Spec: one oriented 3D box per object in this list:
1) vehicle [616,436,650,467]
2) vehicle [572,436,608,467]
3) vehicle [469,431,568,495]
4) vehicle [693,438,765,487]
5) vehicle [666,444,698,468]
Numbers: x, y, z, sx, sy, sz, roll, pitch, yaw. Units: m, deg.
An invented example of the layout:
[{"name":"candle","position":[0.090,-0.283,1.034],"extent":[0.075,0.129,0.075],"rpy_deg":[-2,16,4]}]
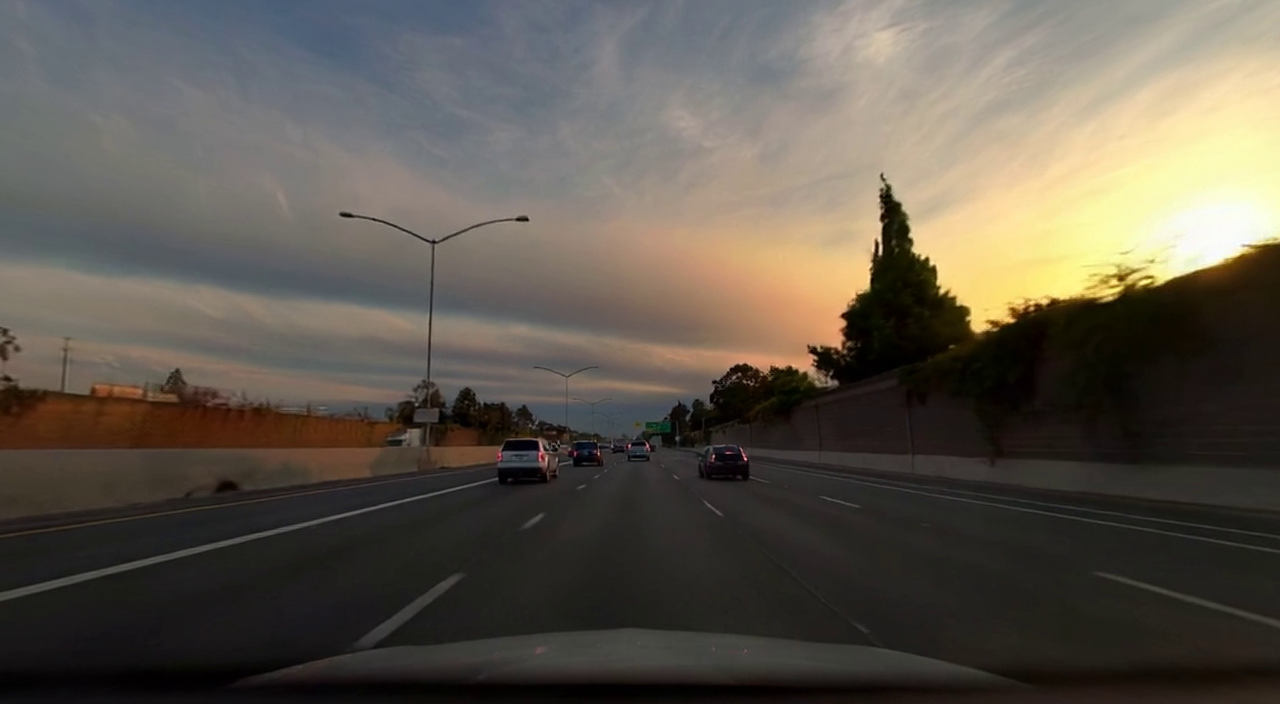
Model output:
[{"name":"vehicle","position":[-0.477,7.572,48.235],"extent":[2.485,2.215,5.199],"rpy_deg":[0,-9,0]},{"name":"vehicle","position":[-3.777,7.596,48.170],"extent":[2.378,2.214,4.352],"rpy_deg":[0,-9,0]},{"name":"vehicle","position":[-3.821,3.628,20.959],"extent":[2.184,1.819,5.441],"rpy_deg":[0,-9,0]},{"name":"vehicle","position":[3.485,4.441,25.629],"extent":[2.224,1.752,4.487],"rpy_deg":[0,-9,-1]},{"name":"vehicle","position":[3.261,8.177,49.668],"extent":[2.162,1.766,4.740],"rpy_deg":[0,-9,-1]}]
